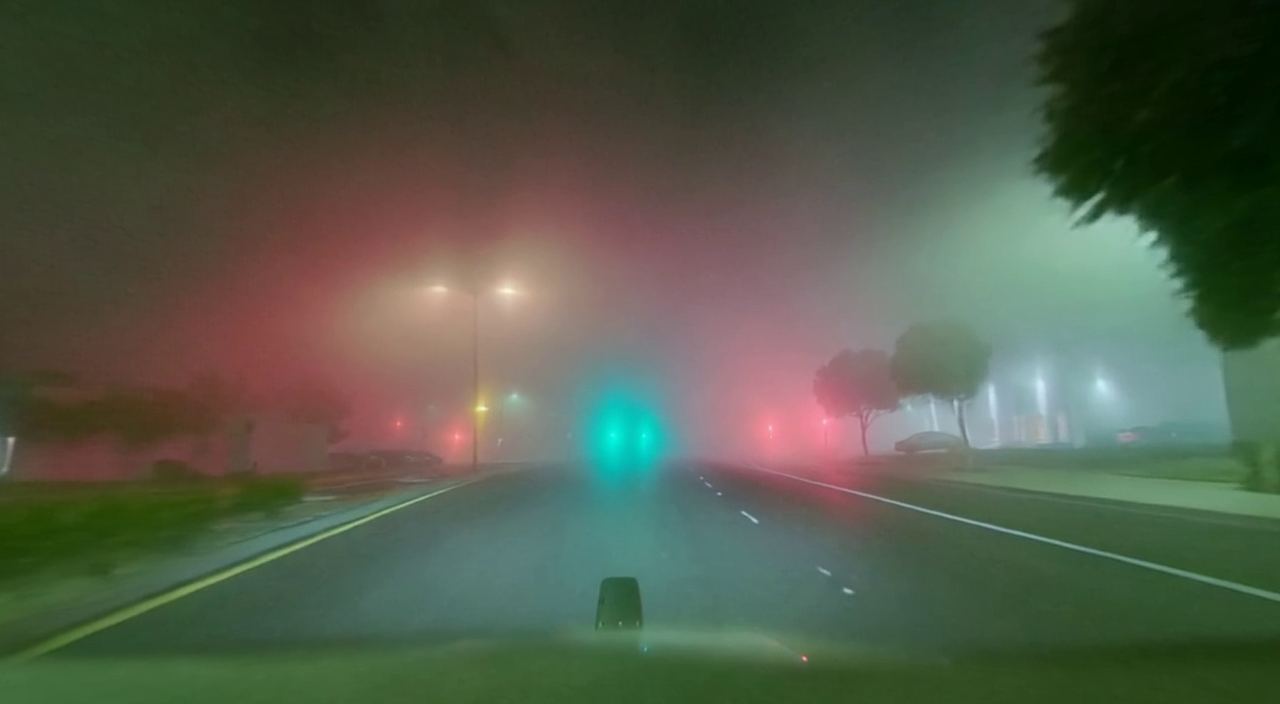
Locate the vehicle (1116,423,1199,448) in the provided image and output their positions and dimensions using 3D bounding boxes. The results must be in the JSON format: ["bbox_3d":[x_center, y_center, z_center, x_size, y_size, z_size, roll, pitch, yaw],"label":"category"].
[{"bbox_3d":[32.372,5.282,39.634,1.574,1.448,3.558,2,-9,-22],"label":"vehicle"}]

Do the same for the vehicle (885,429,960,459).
[{"bbox_3d":[20.102,6.579,45.192,2.074,1.959,4.793,2,-9,-18],"label":"vehicle"}]
